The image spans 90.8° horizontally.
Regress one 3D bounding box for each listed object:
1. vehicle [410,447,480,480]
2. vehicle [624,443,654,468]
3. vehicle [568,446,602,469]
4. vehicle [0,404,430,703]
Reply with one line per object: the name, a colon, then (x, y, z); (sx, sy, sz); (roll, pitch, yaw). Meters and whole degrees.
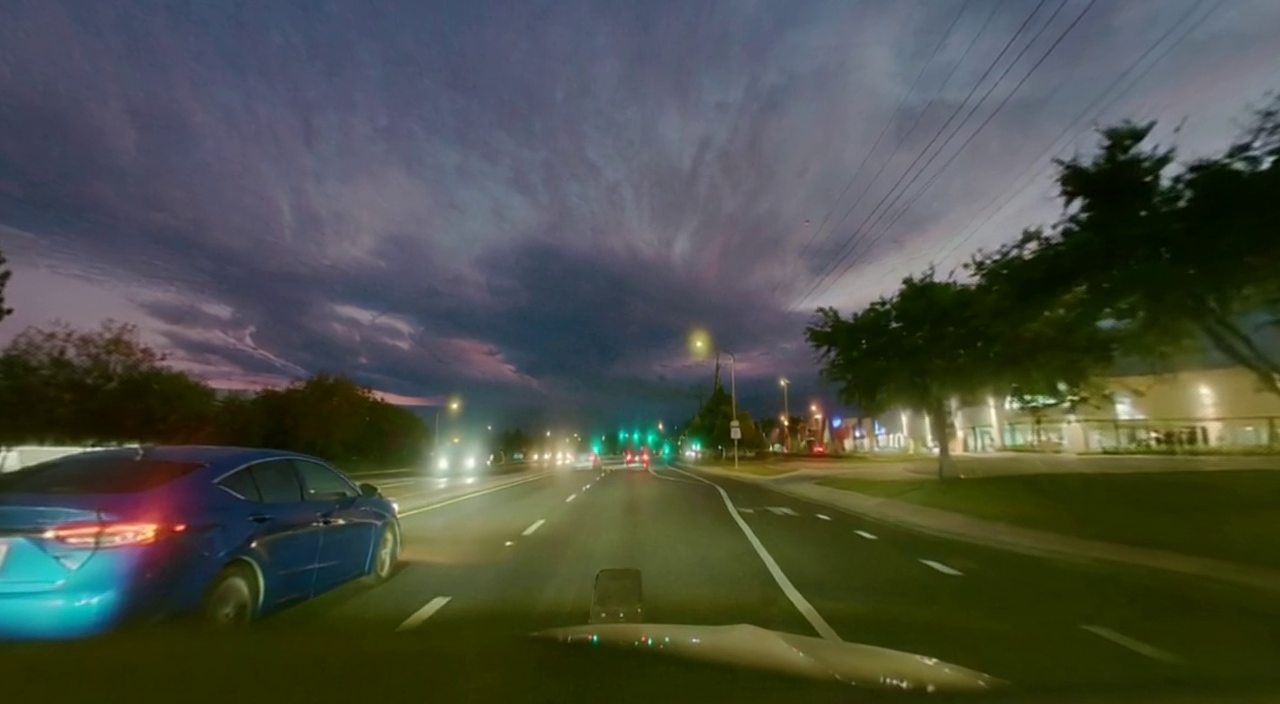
vehicle: (-9.033, 5.234, 29.611); (1.971, 1.415, 4.317); (0, -10, -1)
vehicle: (-0.128, 7.853, 47.787); (2.182, 1.773, 4.041); (0, -10, -1)
vehicle: (-3.744, 7.348, 43.785); (2.021, 1.486, 3.623); (0, -10, 0)
vehicle: (-3.448, 1.375, 5.067); (1.928, 1.488, 4.635); (0, -10, 0)
